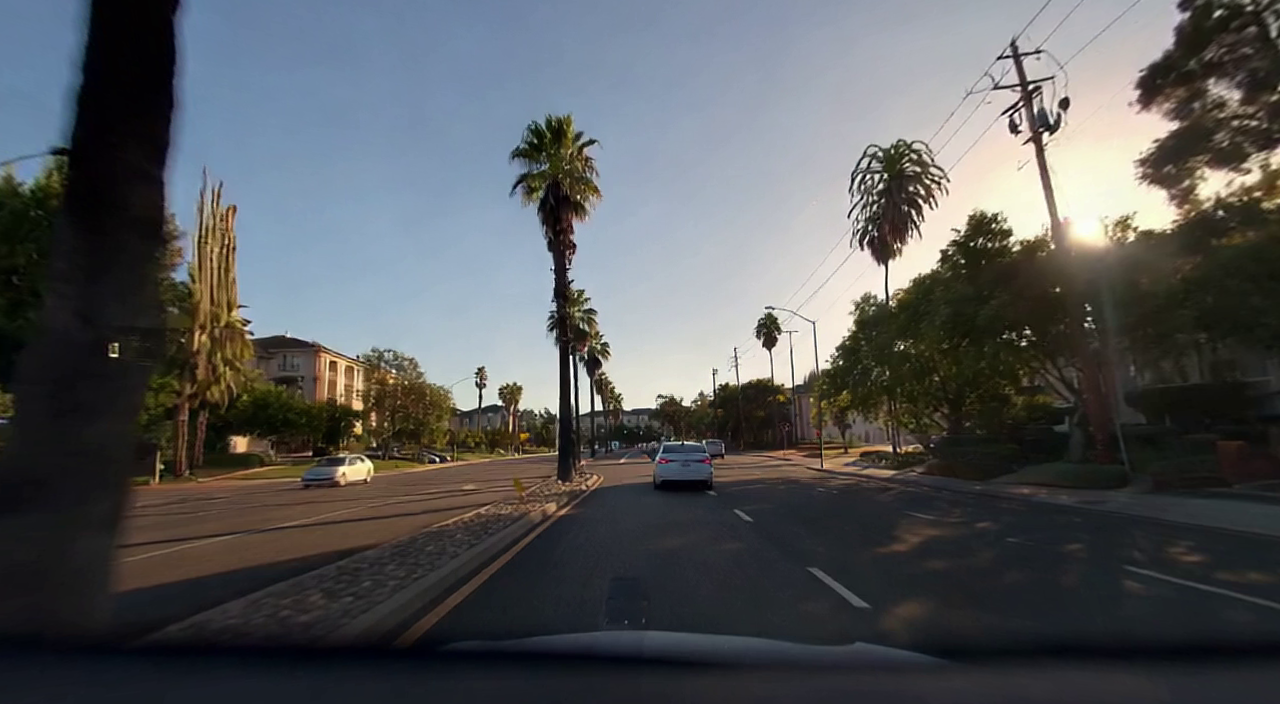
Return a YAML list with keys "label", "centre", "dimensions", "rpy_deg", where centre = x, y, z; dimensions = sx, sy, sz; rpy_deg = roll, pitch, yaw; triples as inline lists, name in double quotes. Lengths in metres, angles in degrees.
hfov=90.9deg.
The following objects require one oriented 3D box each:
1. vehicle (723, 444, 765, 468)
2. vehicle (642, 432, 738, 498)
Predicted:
- label: "vehicle"
  centre: [6.728, 6.792, 41.254]
  dimensions: [1.897, 1.477, 4.360]
  rpy_deg: [0, -9, -1]
- label: "vehicle"
  centre: [1.291, 3.229, 18.400]
  dimensions: [2.289, 1.679, 4.180]
  rpy_deg: [0, -9, -2]
